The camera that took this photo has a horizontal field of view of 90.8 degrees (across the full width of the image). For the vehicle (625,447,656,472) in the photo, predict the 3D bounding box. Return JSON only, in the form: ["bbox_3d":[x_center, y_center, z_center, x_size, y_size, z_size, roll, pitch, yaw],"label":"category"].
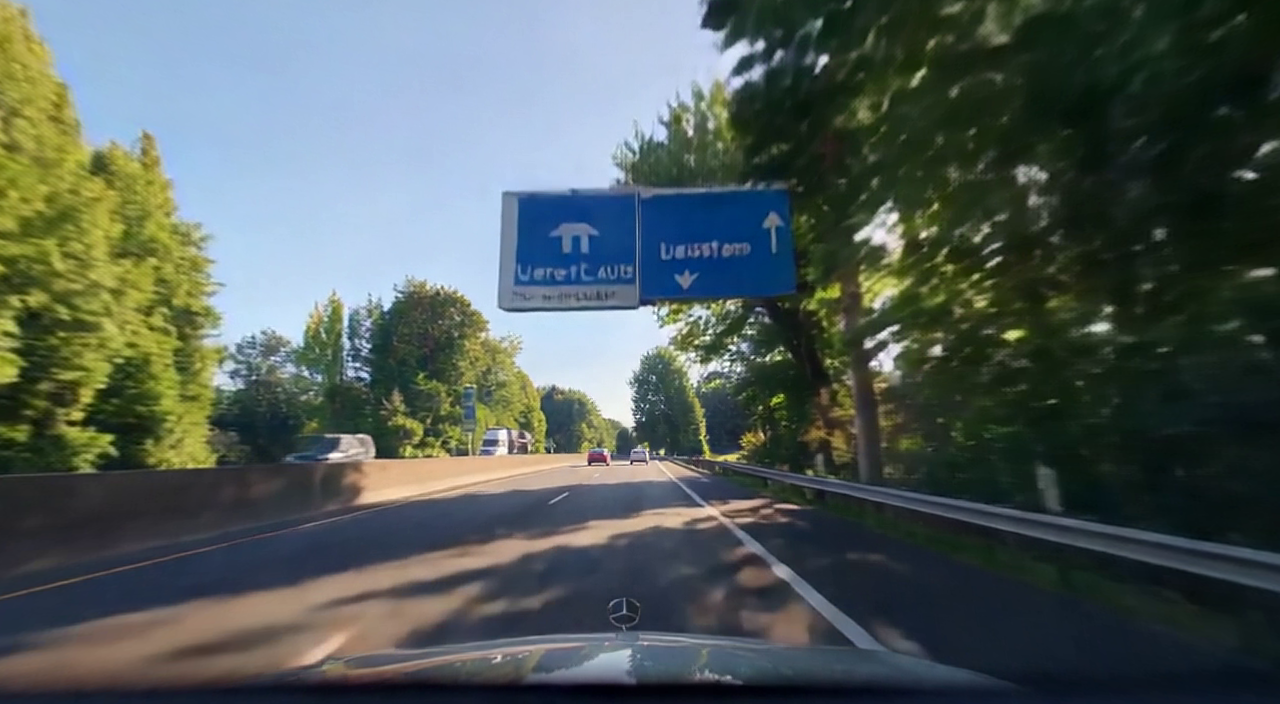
[{"bbox_3d":[-0.009,6.681,39.248,1.853,1.436,3.438,0,-9,-1],"label":"vehicle"}]

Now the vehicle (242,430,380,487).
[{"bbox_3d":[-11.762,3.878,23.103,2.235,1.823,5.143,0,-9,0],"label":"vehicle"}]
